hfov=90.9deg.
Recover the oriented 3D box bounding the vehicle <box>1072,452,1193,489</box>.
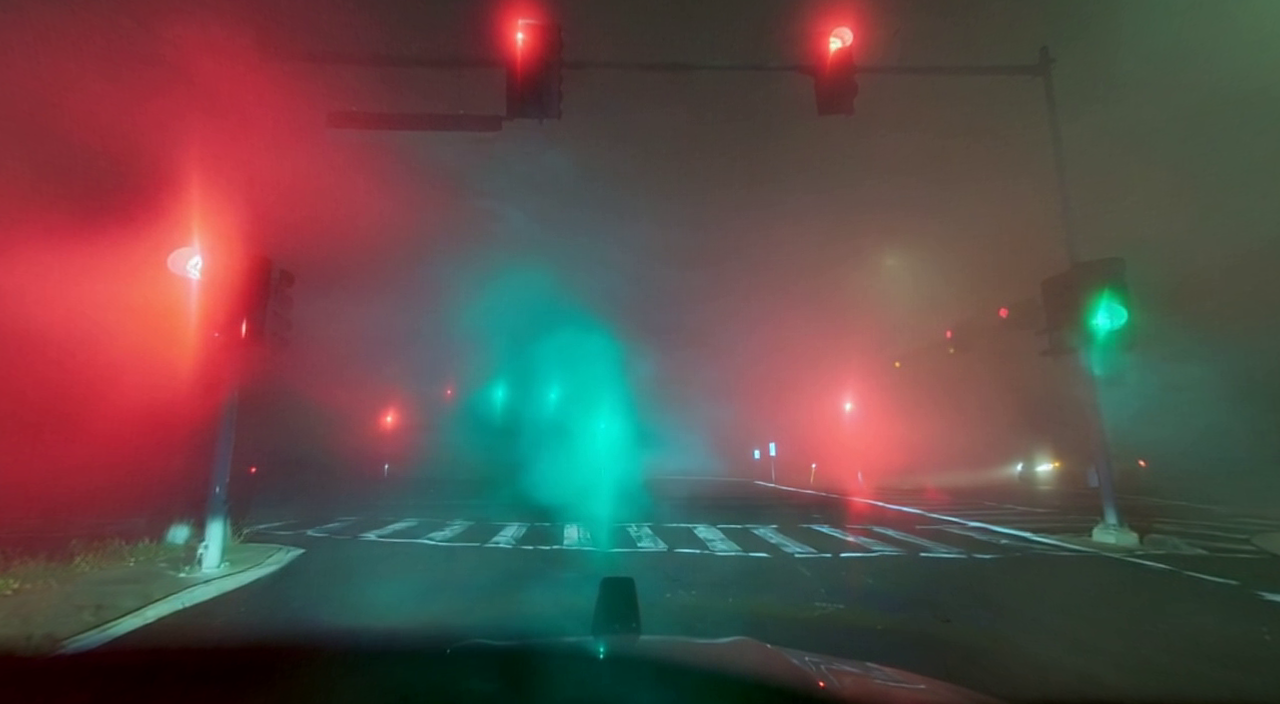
[{"bbox_3d":[22.703,5.468,29.117,3.998,1.590,1.936,1,-10,-6],"label":"vehicle"}]

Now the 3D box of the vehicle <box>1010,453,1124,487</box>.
[{"bbox_3d":[22.030,6.078,32.592,4.455,1.647,2.124,1,-10,-8],"label":"vehicle"}]
